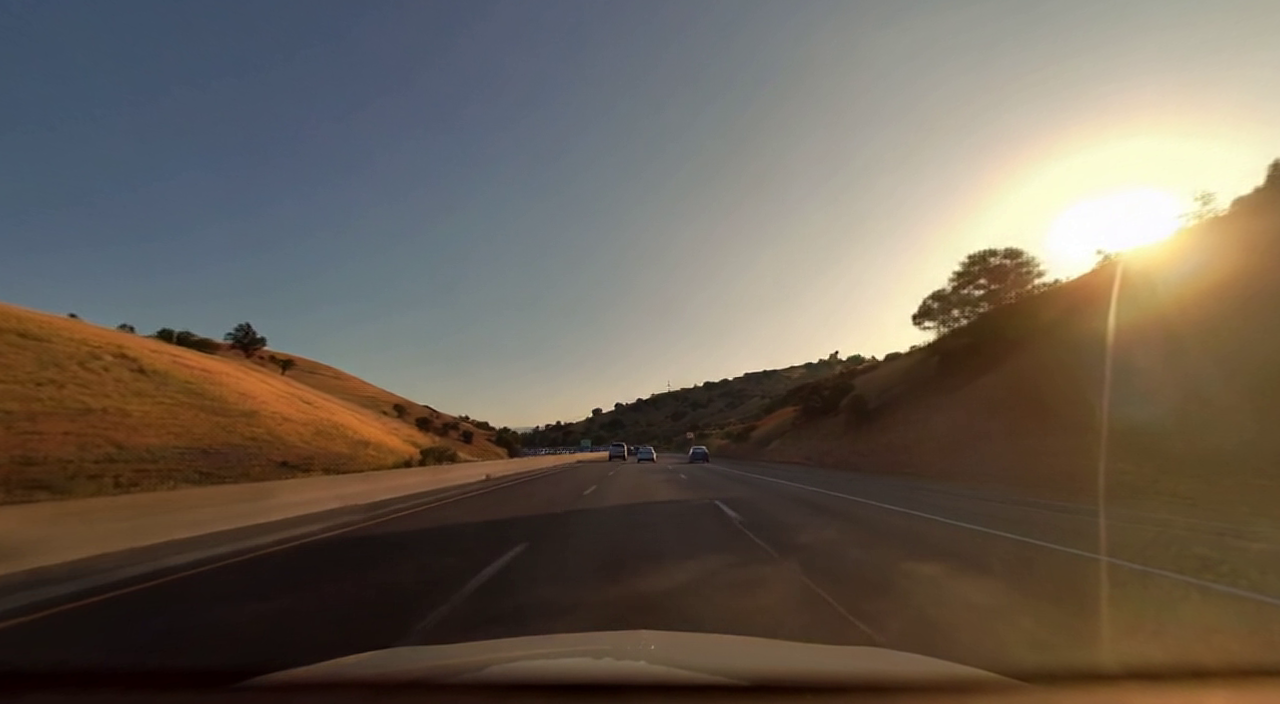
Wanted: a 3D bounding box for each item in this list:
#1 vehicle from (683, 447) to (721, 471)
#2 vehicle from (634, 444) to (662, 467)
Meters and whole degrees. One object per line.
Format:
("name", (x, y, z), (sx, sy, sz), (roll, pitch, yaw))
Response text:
("vehicle", (3.843, 6.672, 39.541), (1.976, 1.352, 3.602), (0, -8, 0))
("vehicle", (0.554, 7.729, 47.241), (1.986, 1.576, 4.312), (0, -8, 0))
